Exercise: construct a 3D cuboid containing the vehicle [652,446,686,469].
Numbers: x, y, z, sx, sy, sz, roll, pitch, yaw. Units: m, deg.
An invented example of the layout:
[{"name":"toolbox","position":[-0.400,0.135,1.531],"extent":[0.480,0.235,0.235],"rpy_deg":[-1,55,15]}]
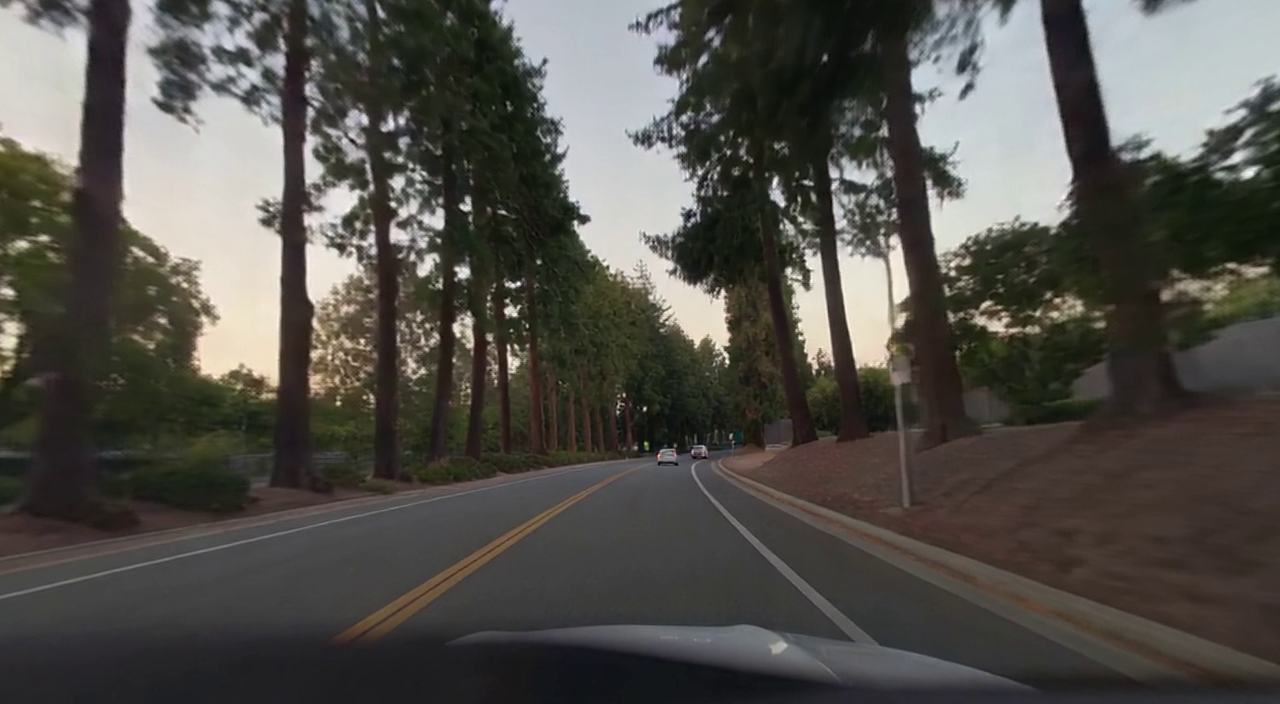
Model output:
[{"name":"vehicle","position":[2.016,7.196,43.119],"extent":[2.071,1.474,4.047],"rpy_deg":[-1,-9,6]}]
